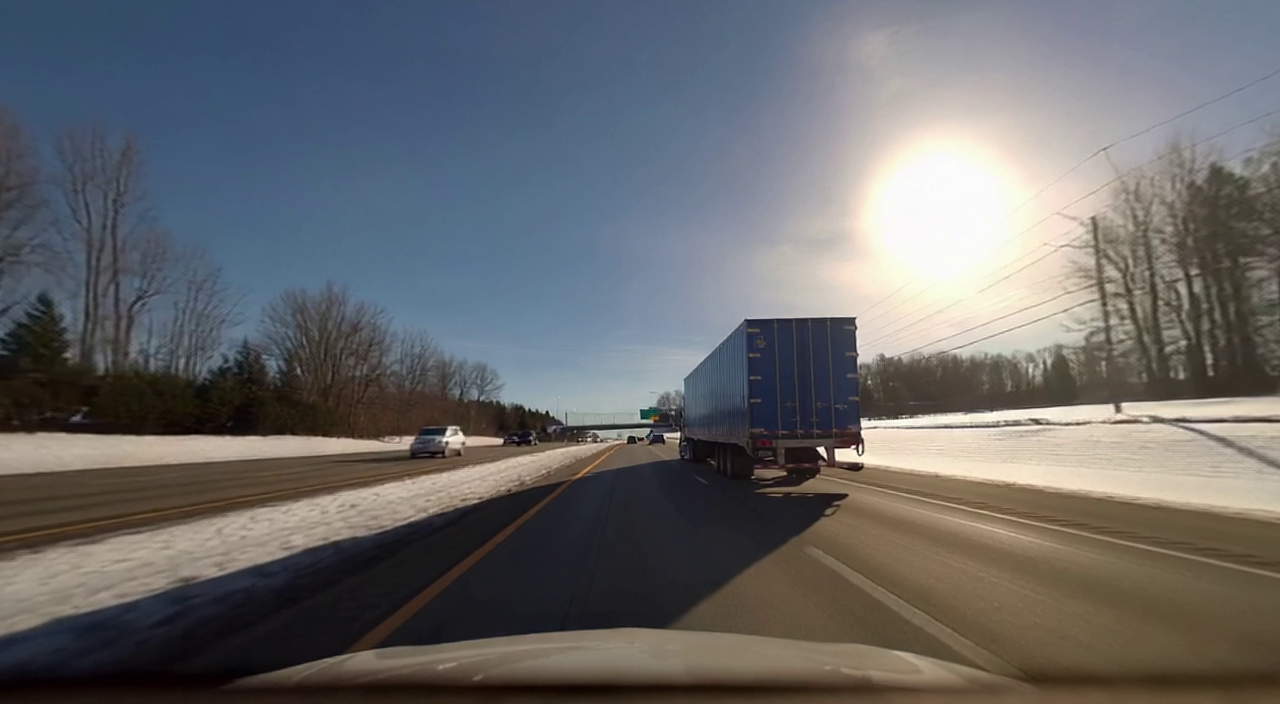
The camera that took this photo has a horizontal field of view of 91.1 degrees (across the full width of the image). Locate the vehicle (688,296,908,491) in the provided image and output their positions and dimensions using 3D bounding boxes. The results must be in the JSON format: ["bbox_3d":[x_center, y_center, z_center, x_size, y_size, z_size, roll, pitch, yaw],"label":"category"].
[{"bbox_3d":[4.064,2.014,22.247,3.203,4.273,17.131,0,-8,-1],"label":"vehicle"}]
